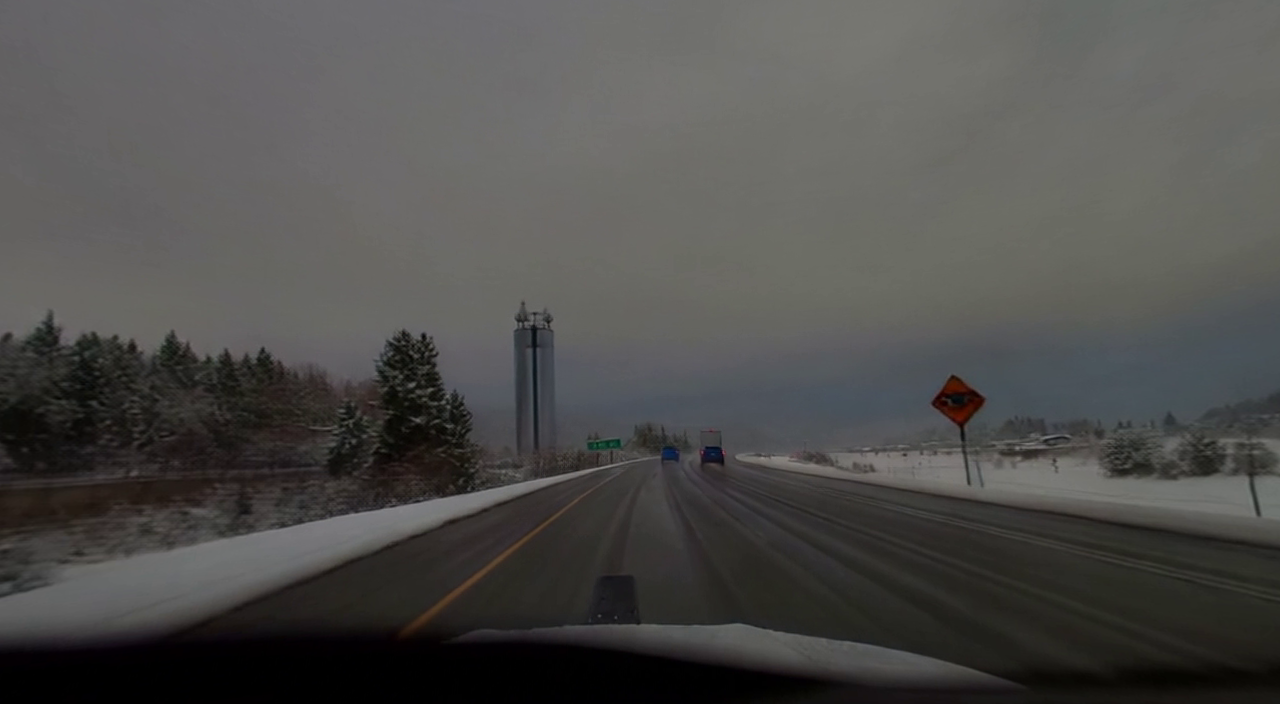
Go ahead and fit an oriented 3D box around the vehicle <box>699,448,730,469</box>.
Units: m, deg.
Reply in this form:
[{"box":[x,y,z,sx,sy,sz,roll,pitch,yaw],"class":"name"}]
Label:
[{"box":[5.599,8.072,48.054,2.030,1.526,4.165,0,-9,3],"class":"vehicle"}]
